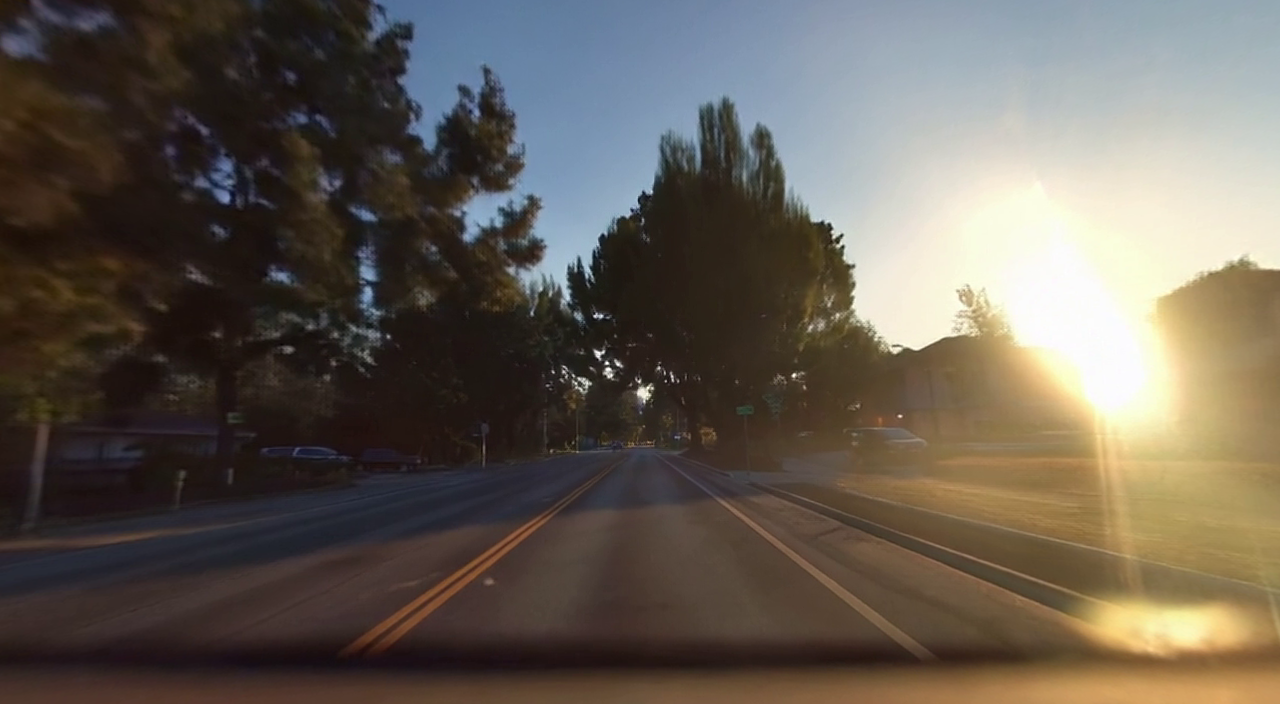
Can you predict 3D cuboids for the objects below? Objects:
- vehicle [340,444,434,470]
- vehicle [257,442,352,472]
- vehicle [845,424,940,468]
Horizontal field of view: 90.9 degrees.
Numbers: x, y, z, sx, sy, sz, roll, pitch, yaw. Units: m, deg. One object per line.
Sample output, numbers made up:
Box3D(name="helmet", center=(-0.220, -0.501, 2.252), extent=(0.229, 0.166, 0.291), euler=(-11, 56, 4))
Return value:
Box3D(name="vehicle", center=(-15.154, 6.309, 37.958), extent=(4.787, 1.474, 1.967), euler=(-1, -8, 3))
Box3D(name="vehicle", center=(-18.980, 5.970, 35.801), extent=(4.233, 1.623, 1.943), euler=(0, -8, 1))
Box3D(name="vehicle", center=(9.822, 3.731, 24.968), extent=(1.805, 1.571, 4.467), euler=(0, -8, -2))
